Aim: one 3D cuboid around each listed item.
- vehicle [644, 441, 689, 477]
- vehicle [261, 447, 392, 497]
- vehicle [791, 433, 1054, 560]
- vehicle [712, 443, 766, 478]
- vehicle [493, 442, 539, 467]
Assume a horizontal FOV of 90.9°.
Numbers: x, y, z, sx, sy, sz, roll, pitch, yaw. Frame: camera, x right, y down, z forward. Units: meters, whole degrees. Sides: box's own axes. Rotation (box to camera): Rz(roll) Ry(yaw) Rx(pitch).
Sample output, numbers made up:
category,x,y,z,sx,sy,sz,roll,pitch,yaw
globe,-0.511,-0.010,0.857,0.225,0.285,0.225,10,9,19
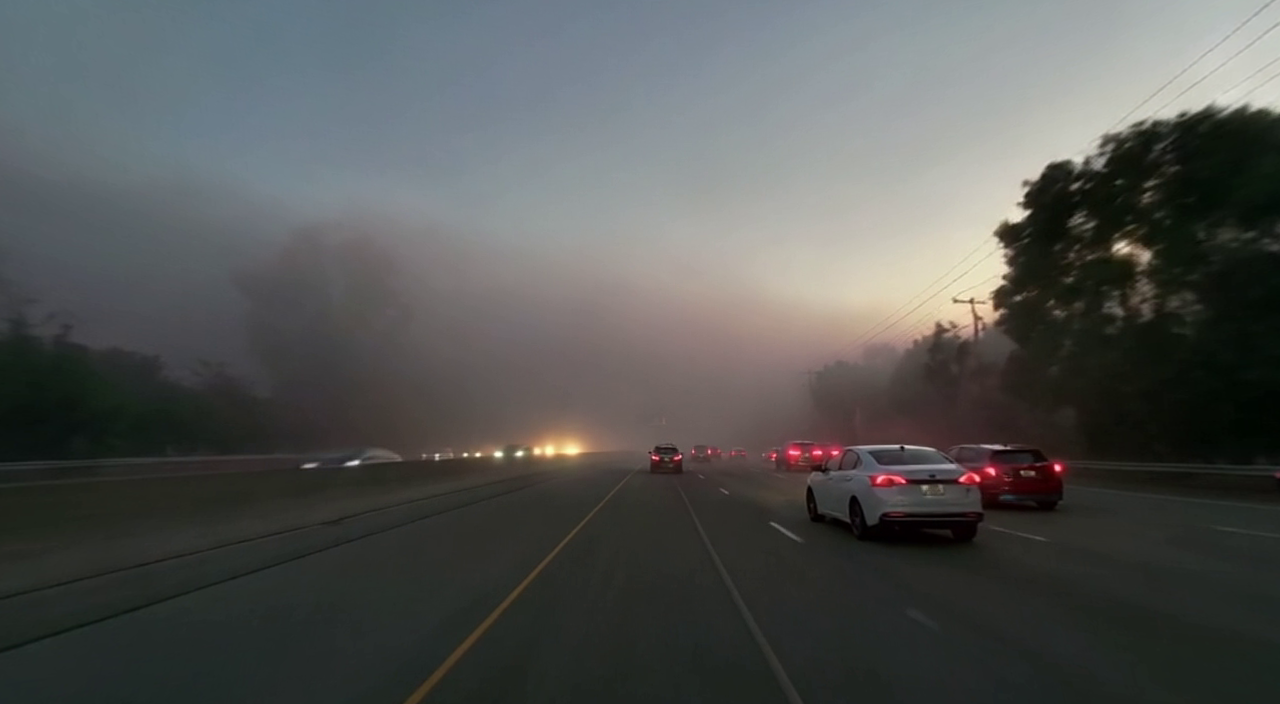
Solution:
category,x,y,z,sx,sy,sz,roll,pitch,yaw
vehicle,1.243,5.059,30.083,2.042,1.581,3.769,0,-8,2
vehicle,-9.580,3.669,19.702,1.892,1.385,4.029,0,-8,2
vehicle,3.880,2.036,9.725,1.986,1.478,4.429,0,-8,0
vehicle,4.483,4.957,29.109,1.936,1.465,4.060,0,-8,1
vehicle,-8.614,7.111,44.070,2.035,1.654,4.342,-1,-8,4
